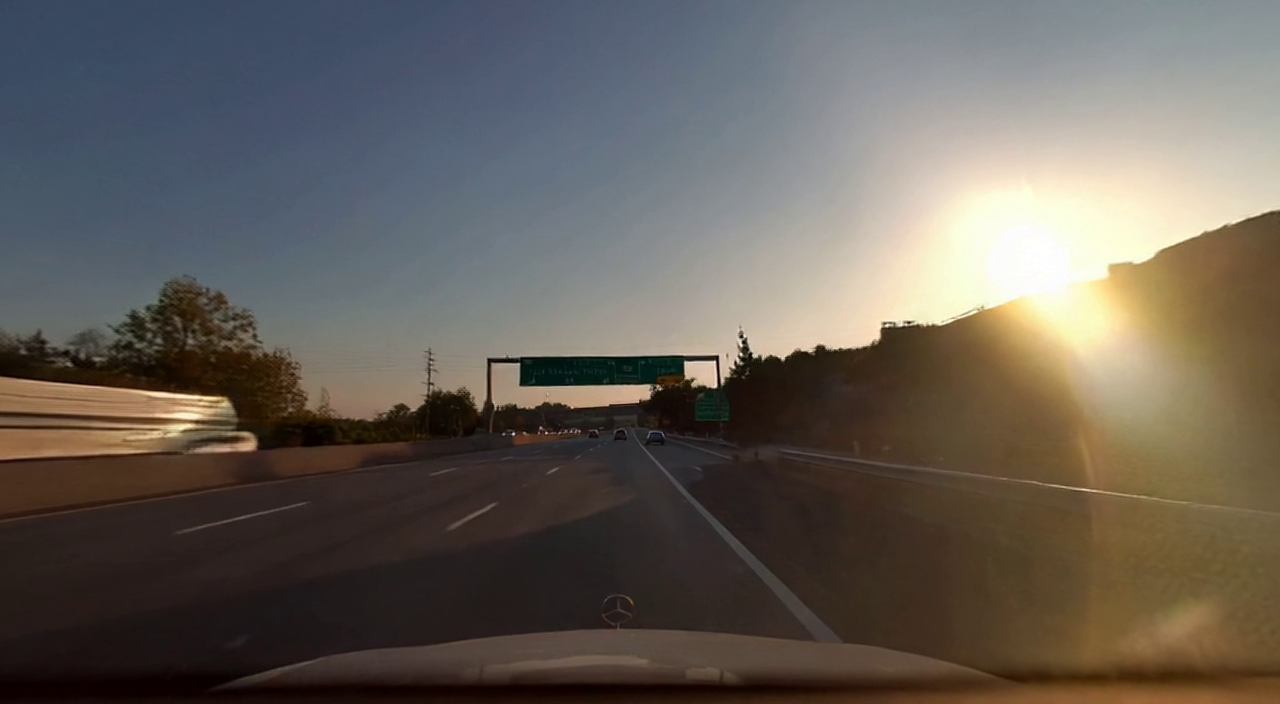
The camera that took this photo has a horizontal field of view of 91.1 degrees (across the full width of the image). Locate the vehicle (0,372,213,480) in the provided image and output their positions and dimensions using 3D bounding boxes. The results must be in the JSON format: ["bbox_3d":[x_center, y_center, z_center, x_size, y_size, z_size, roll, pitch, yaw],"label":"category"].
[{"bbox_3d":[-24.178,3.288,27.163,2.823,3.783,12.551,0,-8,-1],"label":"vehicle"}]

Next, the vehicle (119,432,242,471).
[{"bbox_3d":[-19.610,4.230,27.111,2.006,1.532,4.335,0,-8,0],"label":"vehicle"}]
